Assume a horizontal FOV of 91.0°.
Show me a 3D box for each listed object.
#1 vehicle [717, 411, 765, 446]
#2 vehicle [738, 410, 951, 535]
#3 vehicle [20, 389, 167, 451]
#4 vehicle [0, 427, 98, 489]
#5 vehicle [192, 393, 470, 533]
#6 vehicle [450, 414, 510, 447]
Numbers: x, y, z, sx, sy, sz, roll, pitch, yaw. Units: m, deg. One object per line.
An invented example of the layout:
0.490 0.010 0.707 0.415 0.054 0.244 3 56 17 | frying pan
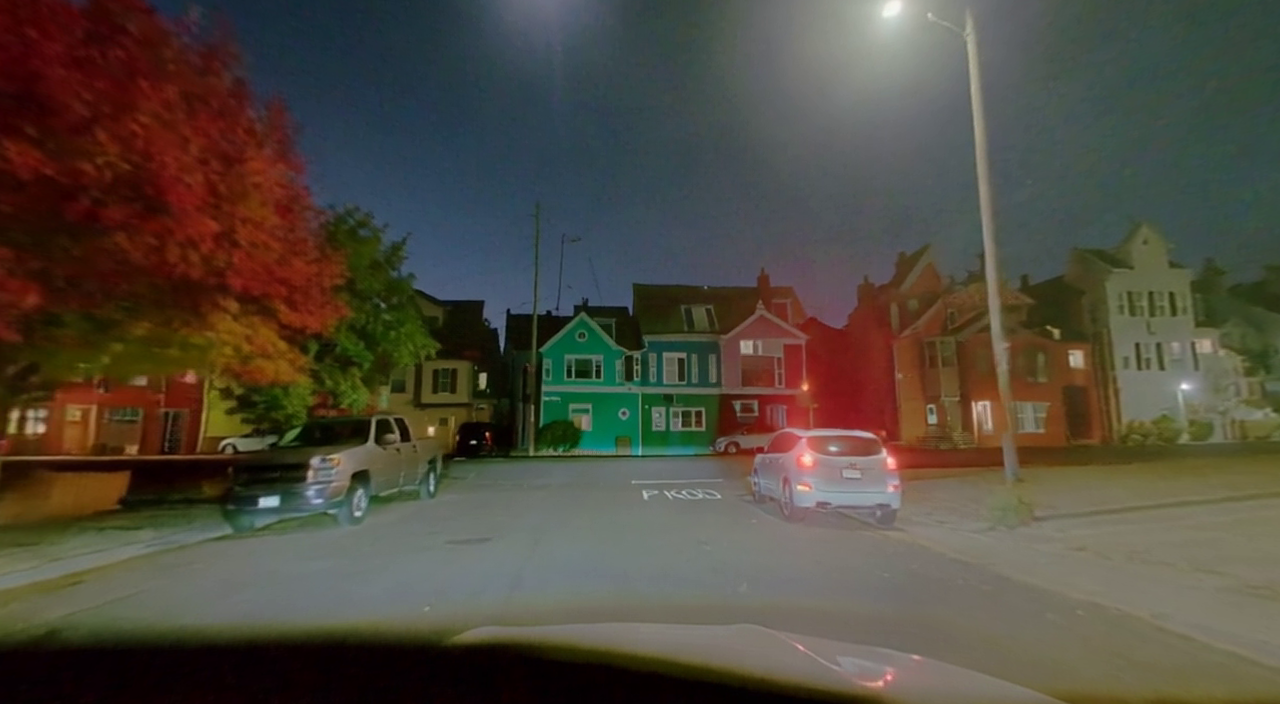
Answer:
5.729 4.367 36.259 2.081 1.891 4.367 1 -6 1 | vehicle
3.408 2.115 11.768 2.109 1.811 4.886 1 -8 -3 | vehicle
-31.252 3.768 36.409 2.473 2.922 6.719 0 0 3 | vehicle
-19.184 3.139 18.859 1.906 1.718 4.449 1 -6 -1 | vehicle
-5.498 2.097 12.681 2.480 2.084 6.353 1 -8 -1 | vehicle
-9.144 4.584 36.411 2.091 1.760 4.760 0 -8 1 | vehicle
